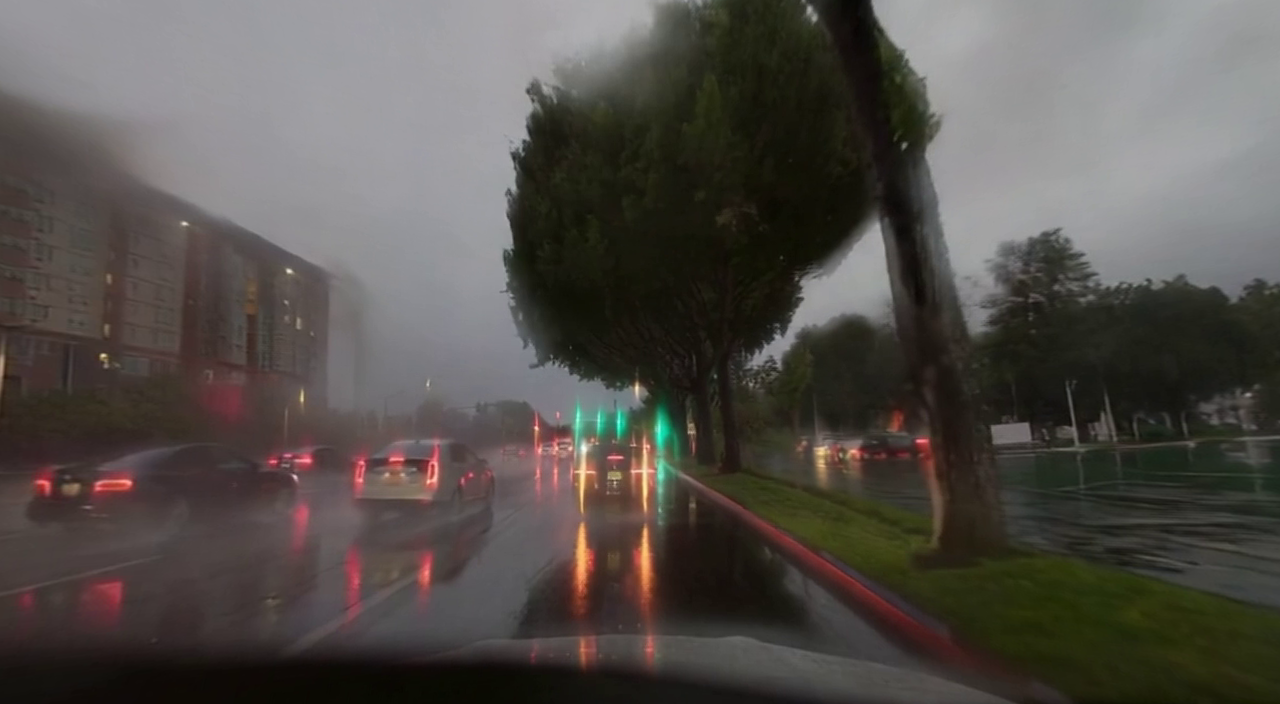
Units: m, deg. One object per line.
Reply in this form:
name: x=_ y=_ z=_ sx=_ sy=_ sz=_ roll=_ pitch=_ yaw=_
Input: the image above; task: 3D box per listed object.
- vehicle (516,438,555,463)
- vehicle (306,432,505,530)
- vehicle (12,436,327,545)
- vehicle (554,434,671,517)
vehicle: x=-7.524 y=7.140 z=45.945 sx=2.023 sy=1.737 sz=4.569 roll=0 pitch=-9 yaw=1
vehicle: x=-4.178 y=2.373 z=12.281 sx=2.032 sy=1.515 sz=4.641 roll=0 pitch=-9 yaw=1
vehicle: x=-7.528 y=2.227 z=10.897 sx=1.906 sy=1.449 sz=4.576 roll=0 pitch=-9 yaw=0
vehicle: x=-0.537 y=2.546 z=13.584 sx=2.099 sy=1.469 sz=4.389 roll=0 pitch=-9 yaw=-1
